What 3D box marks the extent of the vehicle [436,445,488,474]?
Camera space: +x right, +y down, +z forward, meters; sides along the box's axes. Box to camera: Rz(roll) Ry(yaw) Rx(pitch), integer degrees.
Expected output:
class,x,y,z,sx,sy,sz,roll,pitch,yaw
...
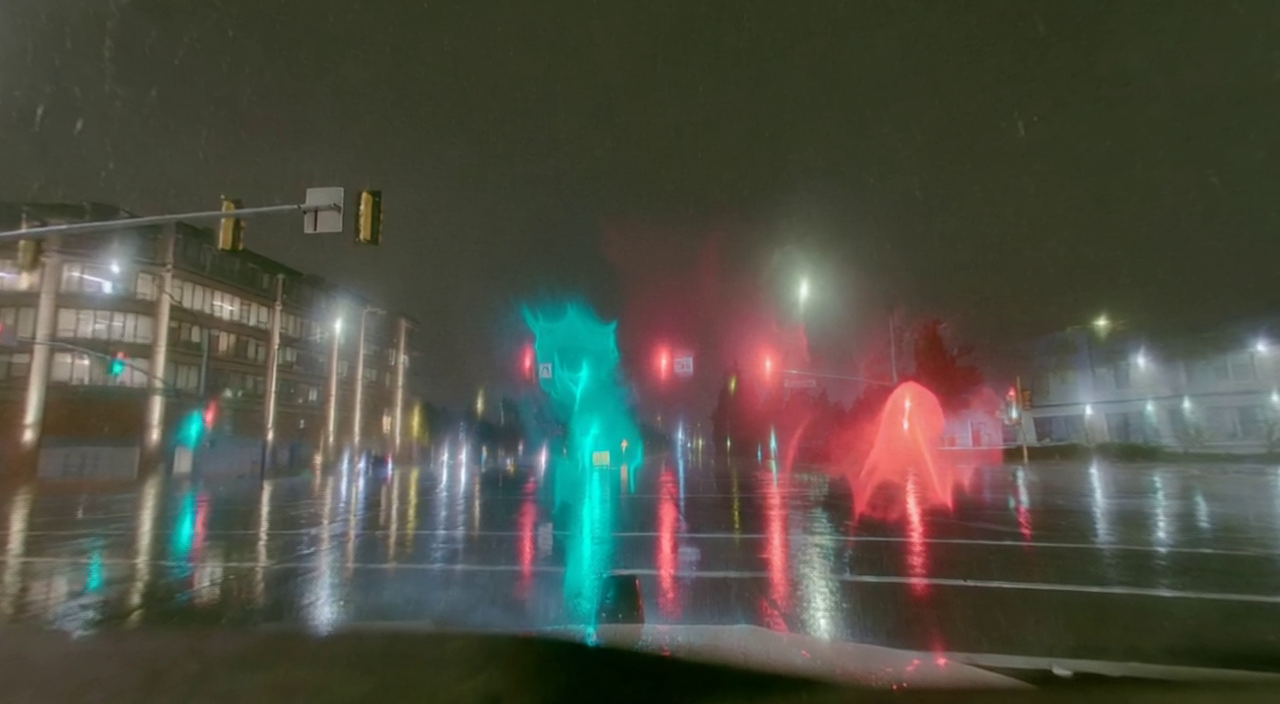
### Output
class,x,y,z,sx,sy,sz,roll,pitch,yaw
vehicle,-12.183,7.383,43.641,2.151,1.847,4.634,0,-9,1

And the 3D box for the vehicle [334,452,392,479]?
class,x,y,z,sx,sy,sz,roll,pitch,yaw
vehicle,-18.849,7.737,43.214,1.933,1.664,4.255,0,-9,1
